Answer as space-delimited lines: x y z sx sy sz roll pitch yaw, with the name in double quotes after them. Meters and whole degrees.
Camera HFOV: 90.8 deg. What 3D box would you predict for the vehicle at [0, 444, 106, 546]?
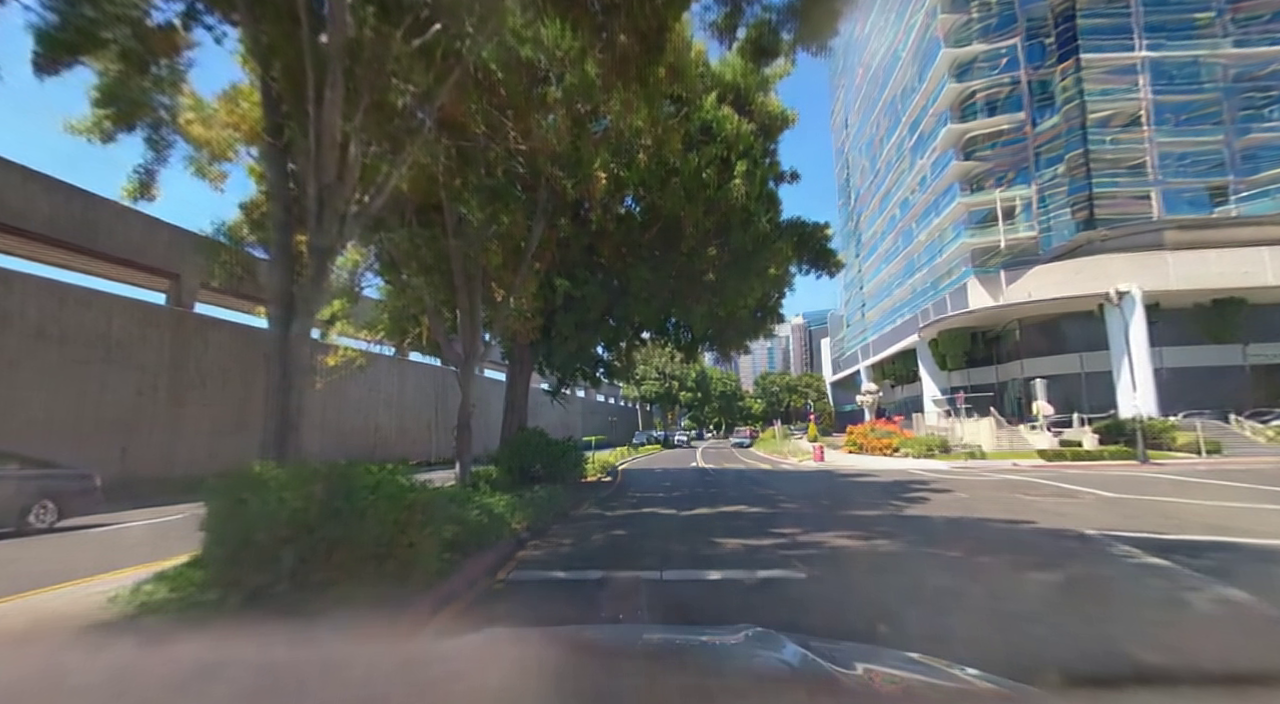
-11.105 2.073 9.204 4.694 1.447 2.137 5 -10 -31 "vehicle"
